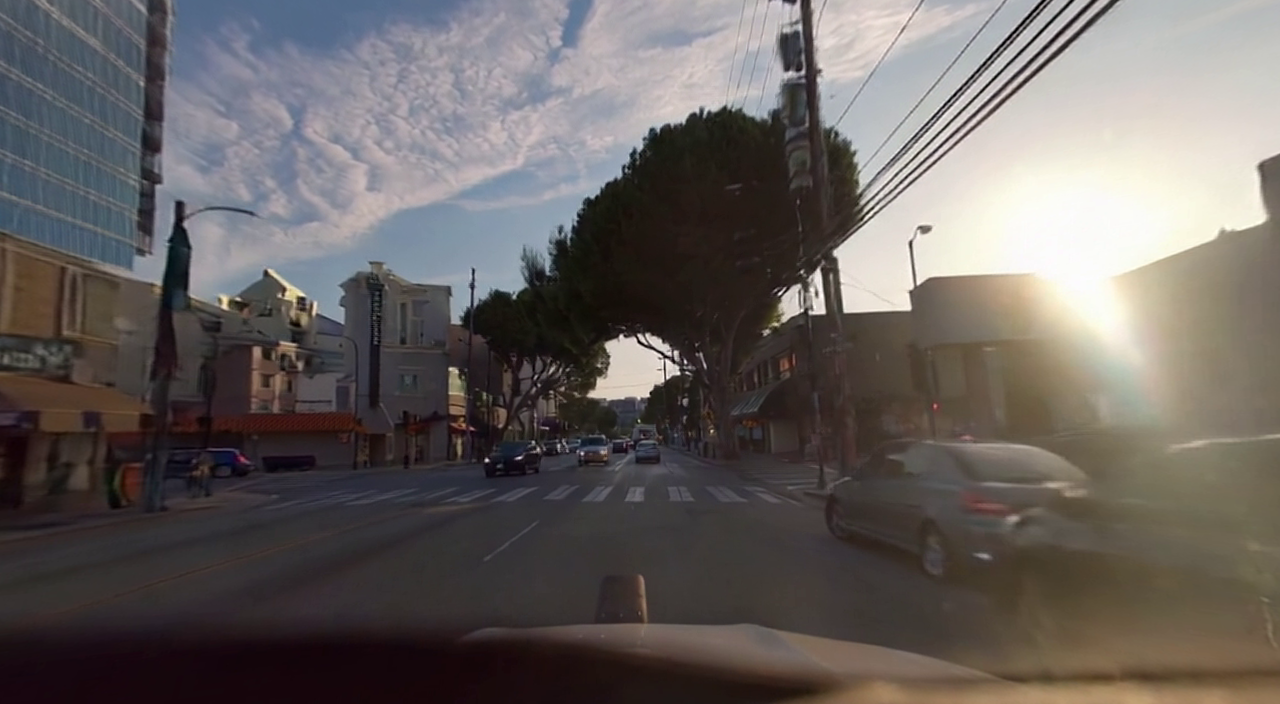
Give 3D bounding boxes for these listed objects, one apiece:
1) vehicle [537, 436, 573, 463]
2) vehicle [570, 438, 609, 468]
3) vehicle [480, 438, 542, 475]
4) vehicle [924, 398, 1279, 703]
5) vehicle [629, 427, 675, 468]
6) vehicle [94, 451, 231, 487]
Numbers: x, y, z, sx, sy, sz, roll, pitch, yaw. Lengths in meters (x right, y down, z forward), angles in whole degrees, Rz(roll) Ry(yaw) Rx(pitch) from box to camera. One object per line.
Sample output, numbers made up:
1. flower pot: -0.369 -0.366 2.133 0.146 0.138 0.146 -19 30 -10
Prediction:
1. vehicle: -6.546 7.562 49.035 2.090 1.975 4.657 0 -8 1
2. vehicle: -2.905 5.822 36.886 2.026 1.616 4.109 1 -8 -1
3. vehicle: -6.014 4.895 30.016 2.089 1.578 4.571 0 -8 -1
4. vehicle: 3.357 0.996 2.783 1.897 1.522 5.028 0 -8 0
5. vehicle: 0.601 4.821 32.027 2.127 1.893 4.194 0 -8 1
6. vehicle: -20.967 5.130 27.882 4.477 1.439 1.966 0 -8 1
